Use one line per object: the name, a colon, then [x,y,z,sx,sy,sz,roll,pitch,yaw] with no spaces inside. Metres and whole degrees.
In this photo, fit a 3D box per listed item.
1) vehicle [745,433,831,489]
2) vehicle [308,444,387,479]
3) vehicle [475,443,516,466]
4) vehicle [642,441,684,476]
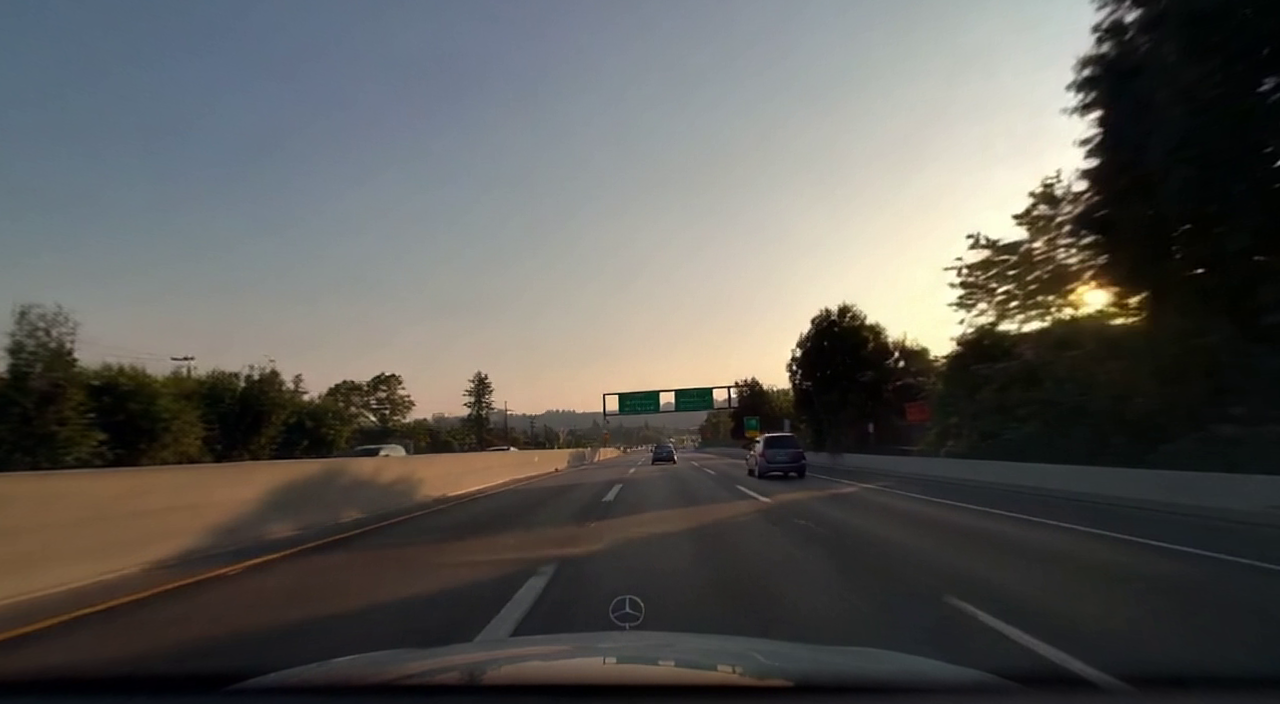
vehicle: [4.575,3.412,20.081,1.770,1.566,4.282,0,-8,1]
vehicle: [-14.879,5.581,32.263,1.894,1.632,4.208,-1,-8,2]
vehicle: [-10.504,7.478,46.068,1.904,1.548,4.097,0,-8,2]
vehicle: [0.971,4.553,27.183,1.683,1.400,3.868,0,-8,1]
